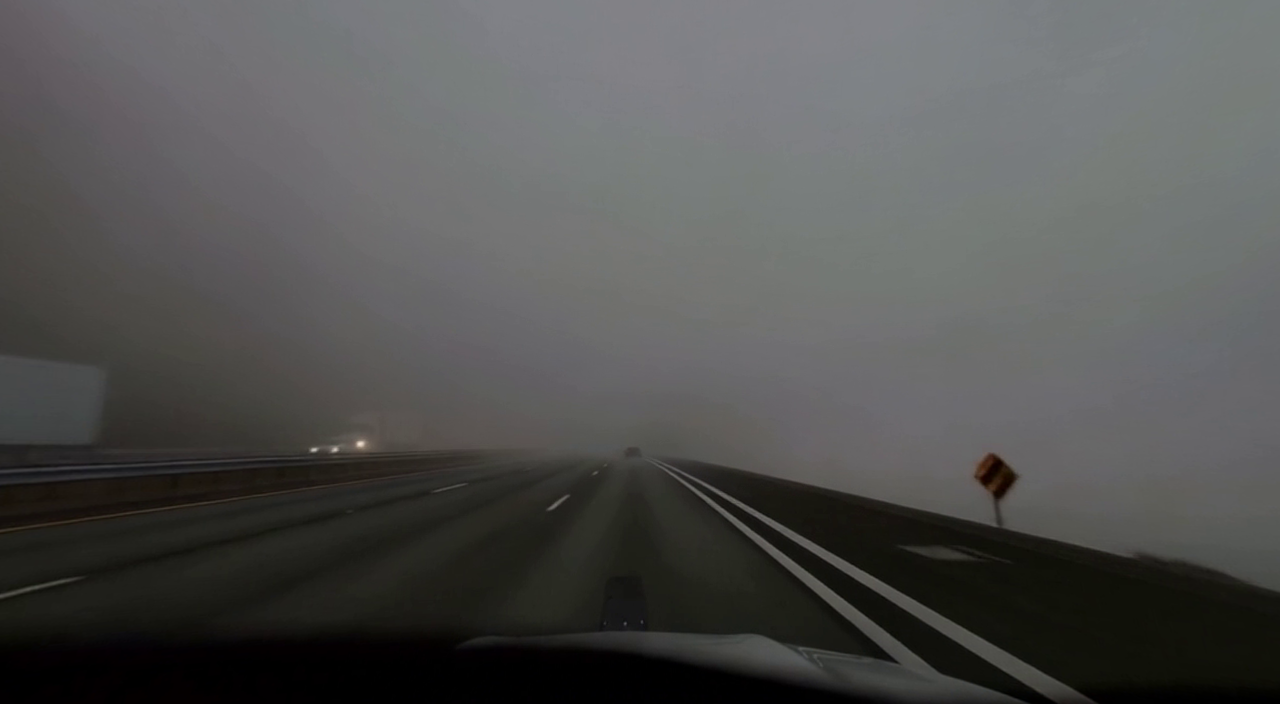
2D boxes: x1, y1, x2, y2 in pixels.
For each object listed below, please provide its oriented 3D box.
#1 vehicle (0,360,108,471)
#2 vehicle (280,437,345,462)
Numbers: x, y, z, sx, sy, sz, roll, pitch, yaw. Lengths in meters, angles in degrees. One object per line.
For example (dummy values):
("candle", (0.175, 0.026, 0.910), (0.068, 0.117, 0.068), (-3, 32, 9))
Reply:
("vehicle", (-25.188, 1.974, 20.850), (2.903, 4.069, 13.982), (0, -9, -1))
("vehicle", (-21.321, 6.355, 41.083), (1.829, 1.517, 4.576), (0, -9, -1))
